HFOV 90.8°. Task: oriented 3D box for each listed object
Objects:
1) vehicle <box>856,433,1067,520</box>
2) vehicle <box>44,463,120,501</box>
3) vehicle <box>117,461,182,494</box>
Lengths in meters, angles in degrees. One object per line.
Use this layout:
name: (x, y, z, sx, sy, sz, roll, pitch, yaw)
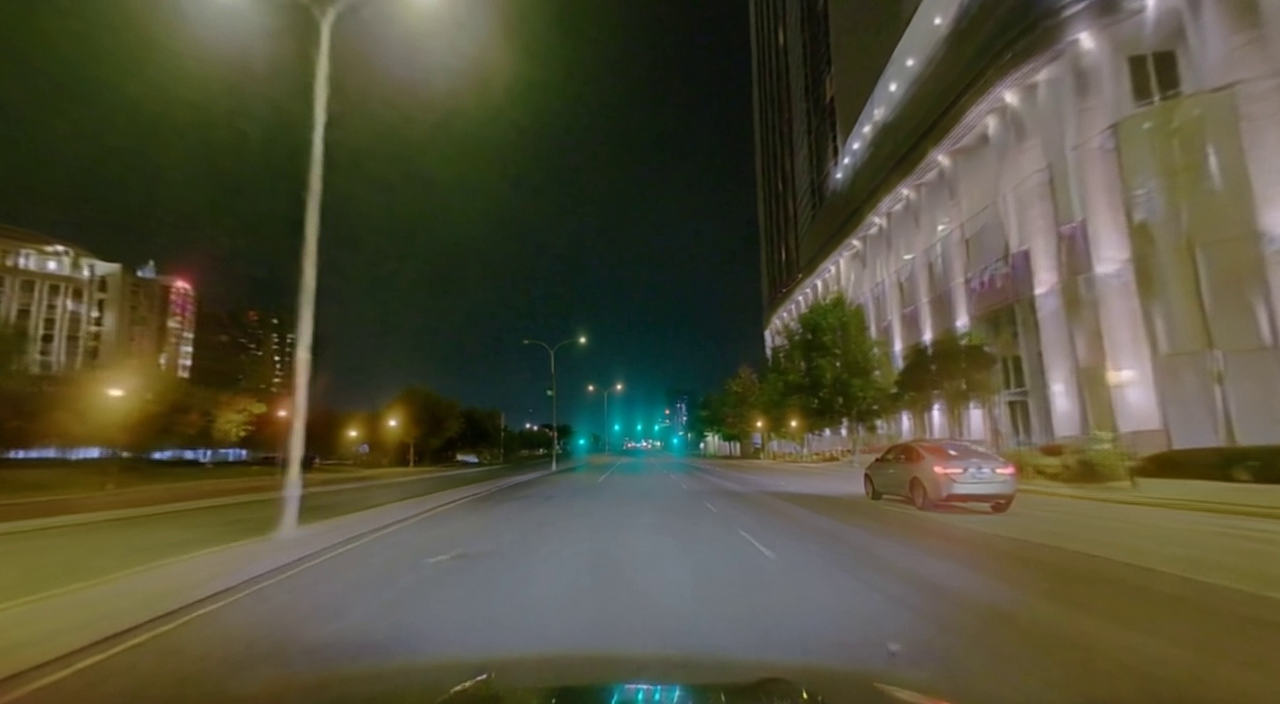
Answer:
vehicle: (6.411, 2.528, 13.384, 1.913, 1.504, 4.738, 0, -9, -1)
vehicle: (-27.590, 6.335, 31.171, 4.967, 1.587, 2.096, -8, -12, 42)
vehicle: (-27.240, 6.897, 35.008, 5.281, 1.586, 1.979, -8, -12, 43)
